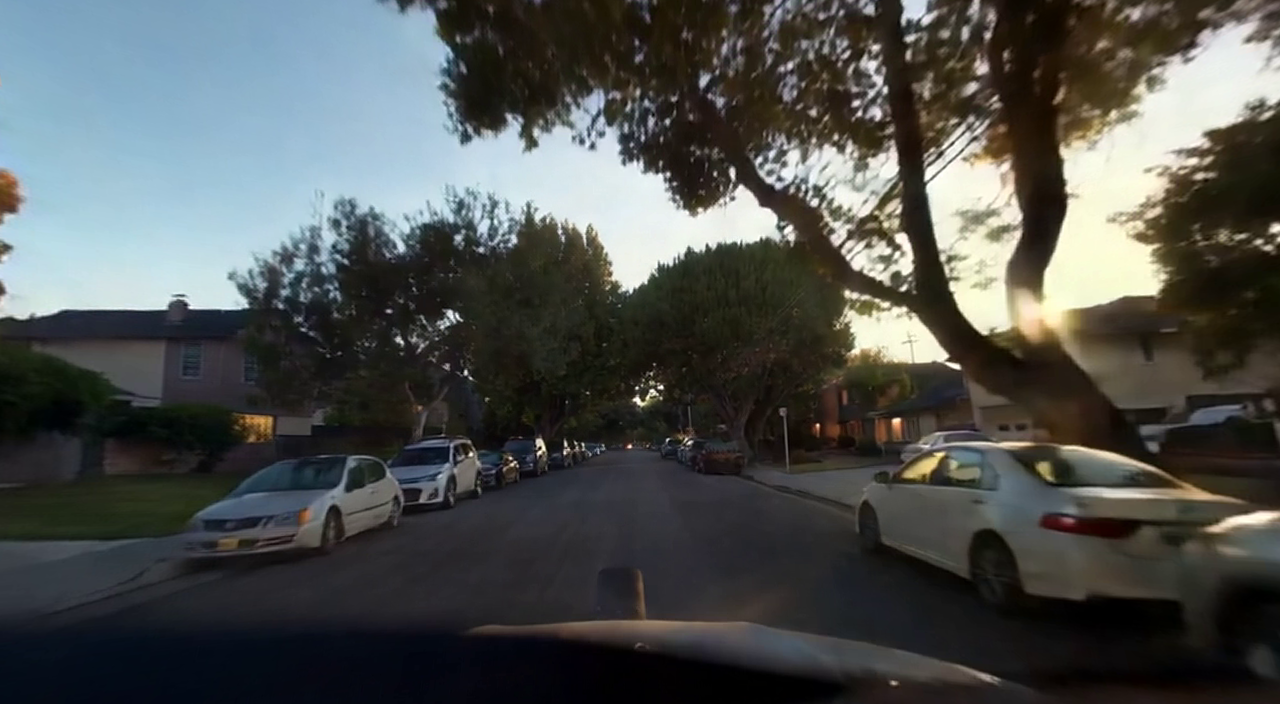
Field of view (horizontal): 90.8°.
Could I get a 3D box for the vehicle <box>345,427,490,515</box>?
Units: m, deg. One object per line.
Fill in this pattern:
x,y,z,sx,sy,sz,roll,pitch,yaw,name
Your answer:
-5.302,2.884,15.871,2.042,1.850,4.758,0,-8,-2,vehicle

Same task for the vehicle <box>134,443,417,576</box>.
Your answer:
-4.972,2.136,9.528,1.901,1.486,4.422,1,-8,-5,vehicle

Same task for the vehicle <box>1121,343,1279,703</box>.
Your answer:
3.804,0.615,1.033,2.121,1.778,4.916,0,-8,0,vehicle

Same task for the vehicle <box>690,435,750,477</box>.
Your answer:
3.507,4.660,28.615,1.994,1.710,4.699,0,-8,-1,vehicle

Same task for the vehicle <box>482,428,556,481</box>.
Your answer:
-5.263,4.566,28.417,2.390,2.123,5.371,0,-8,-2,vehicle

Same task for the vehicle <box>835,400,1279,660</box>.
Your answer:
3.787,1.484,6.463,1.989,1.652,4.662,0,-8,-1,vehicle
